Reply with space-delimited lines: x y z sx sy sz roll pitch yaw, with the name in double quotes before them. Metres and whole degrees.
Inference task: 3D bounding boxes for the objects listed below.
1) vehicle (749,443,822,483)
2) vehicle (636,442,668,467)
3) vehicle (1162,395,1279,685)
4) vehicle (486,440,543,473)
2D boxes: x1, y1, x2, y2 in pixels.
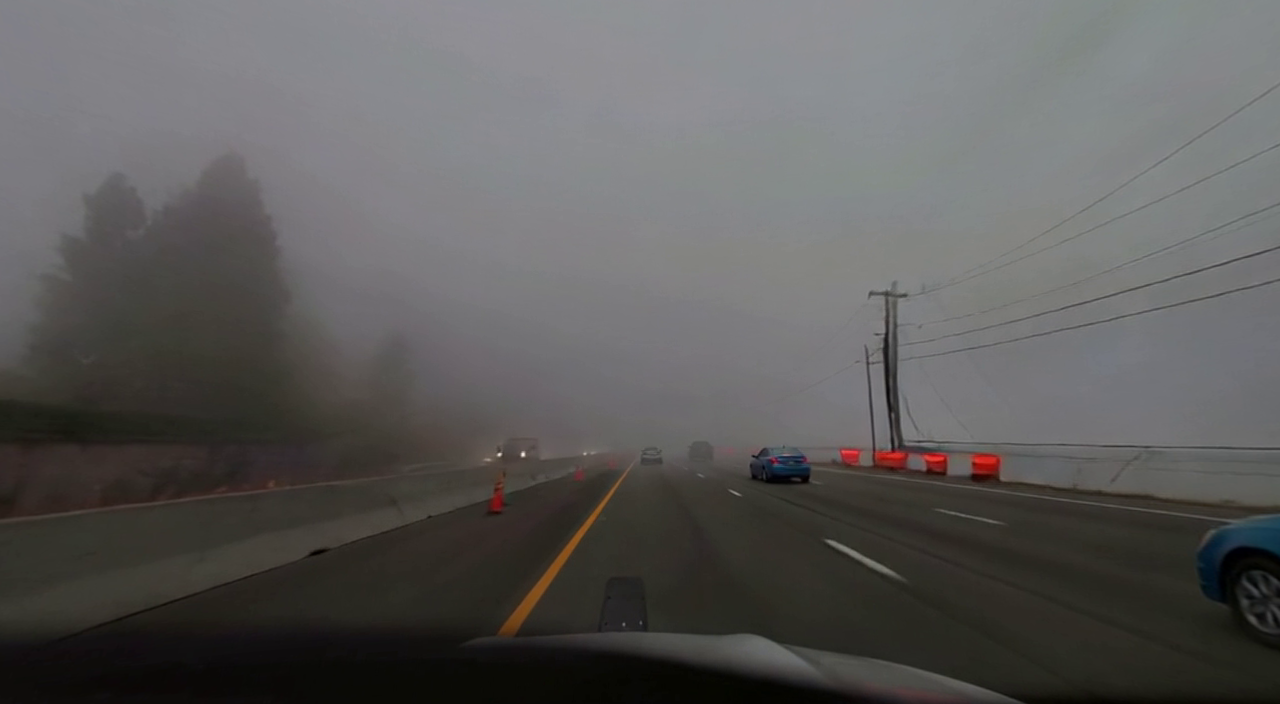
"vehicle" 5.665 4.344 25.025 1.881 1.409 4.016 0 -8 0
"vehicle" 0.807 7.010 43.219 2.096 1.583 4.150 0 -8 0
"vehicle" 4.471 0.794 1.858 1.997 1.568 4.529 0 -8 1
"vehicle" -7.245 6.055 36.820 2.176 1.763 4.720 -1 -8 2
